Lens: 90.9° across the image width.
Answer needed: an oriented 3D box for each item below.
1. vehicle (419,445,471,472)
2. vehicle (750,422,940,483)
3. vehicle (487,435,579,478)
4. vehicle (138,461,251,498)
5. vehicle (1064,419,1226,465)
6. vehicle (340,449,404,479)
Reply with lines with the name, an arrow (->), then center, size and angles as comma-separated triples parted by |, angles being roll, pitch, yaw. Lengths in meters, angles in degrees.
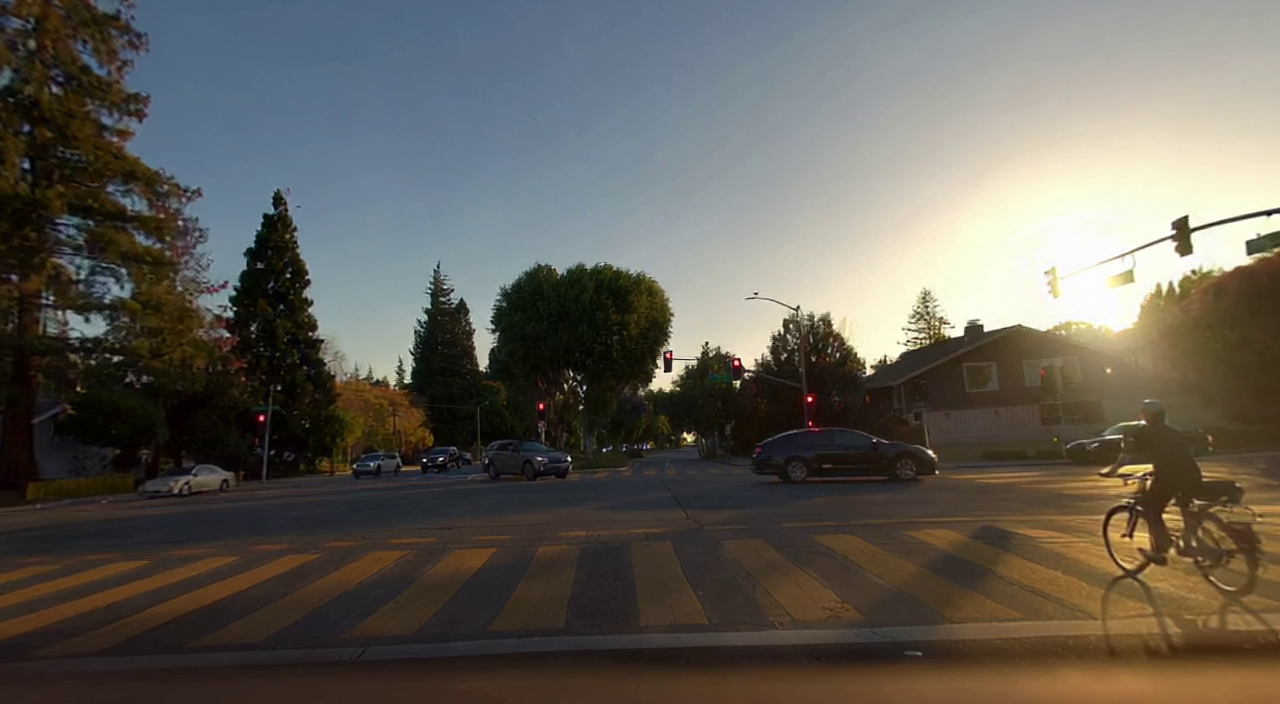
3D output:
vehicle -> -13.945, 7.618, 45.348 | 2.093, 1.769, 4.971 | 0, -9, 0
vehicle -> 6.177, 3.073, 19.374 | 5.217, 1.673, 2.006 | -3, -9, 18
vehicle -> -4.884, 4.622, 28.112 | 2.191, 1.731, 5.188 | 5, -10, -32
vehicle -> -20.827, 5.961, 29.773 | 1.860, 1.473, 4.655 | 0, -9, 1
vehicle -> 17.318, 3.102, 21.763 | 3.969, 1.493, 1.823 | 0, -9, 1
vehicle -> -17.249, 7.201, 40.826 | 2.006, 1.735, 4.591 | 0, -9, 1
